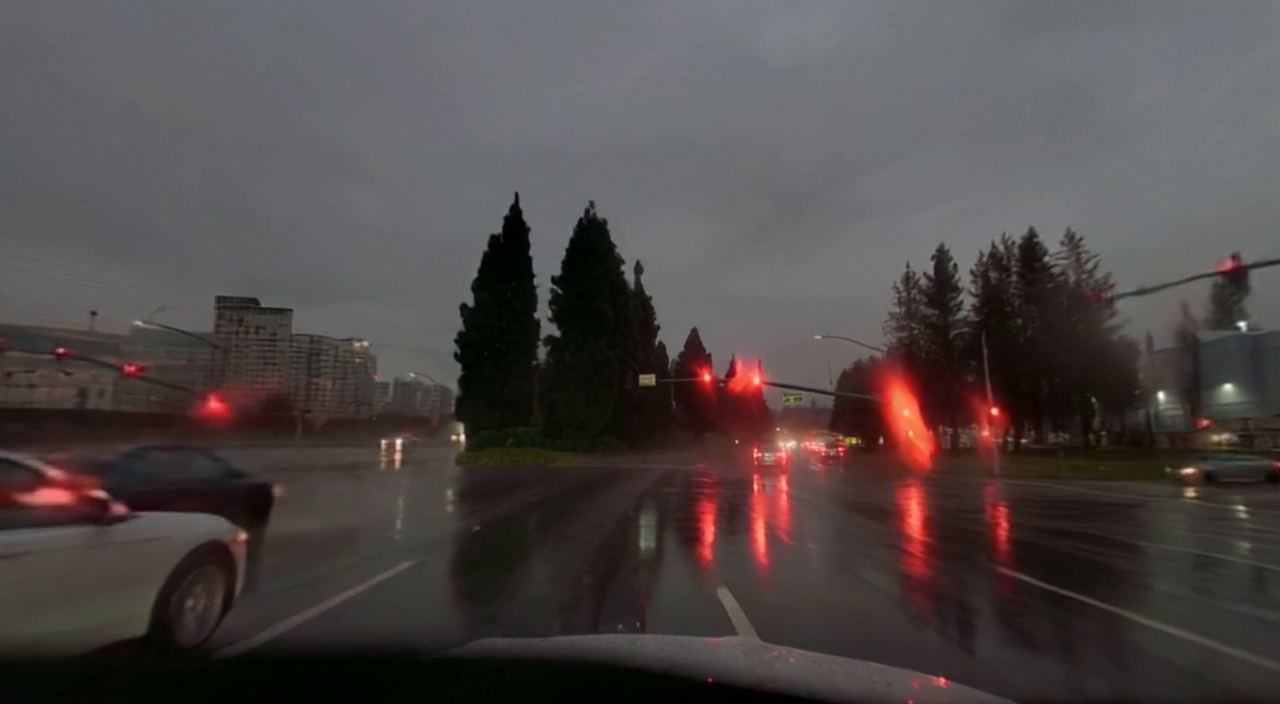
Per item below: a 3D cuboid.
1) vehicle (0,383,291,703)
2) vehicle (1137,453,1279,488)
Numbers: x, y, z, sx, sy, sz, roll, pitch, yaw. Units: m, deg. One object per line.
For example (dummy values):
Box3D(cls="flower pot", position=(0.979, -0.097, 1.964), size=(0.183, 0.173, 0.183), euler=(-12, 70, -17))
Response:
Box3D(cls="vehicle", position=(-3.268, 0.811, 1.988), size=(1.934, 1.463, 4.220), euler=(0, -8, 0))
Box3D(cls="vehicle", position=(25.248, 5.207, 27.952), size=(4.636, 1.433, 1.930), euler=(-2, -9, 9))
